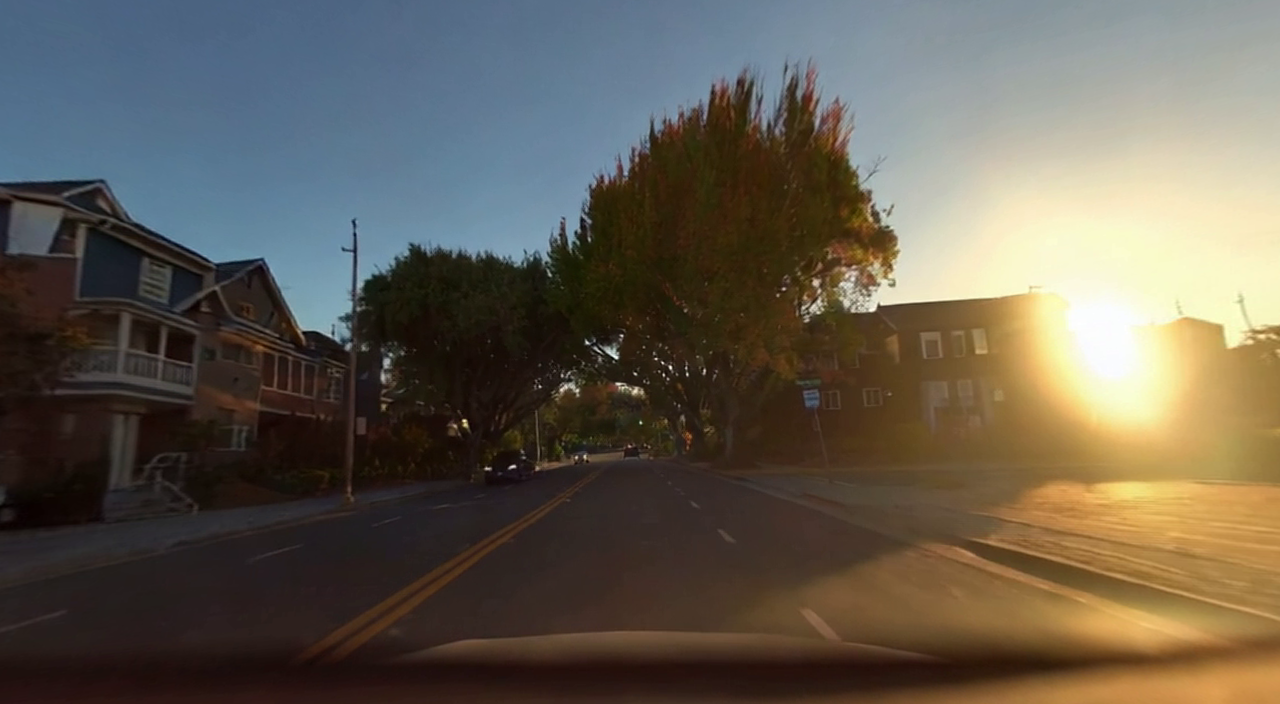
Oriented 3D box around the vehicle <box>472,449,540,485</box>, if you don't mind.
[{"bbox_3d":[-6.125,5.317,29.510,2.243,1.476,4.729,0,-9,-1],"label":"vehicle"}]
